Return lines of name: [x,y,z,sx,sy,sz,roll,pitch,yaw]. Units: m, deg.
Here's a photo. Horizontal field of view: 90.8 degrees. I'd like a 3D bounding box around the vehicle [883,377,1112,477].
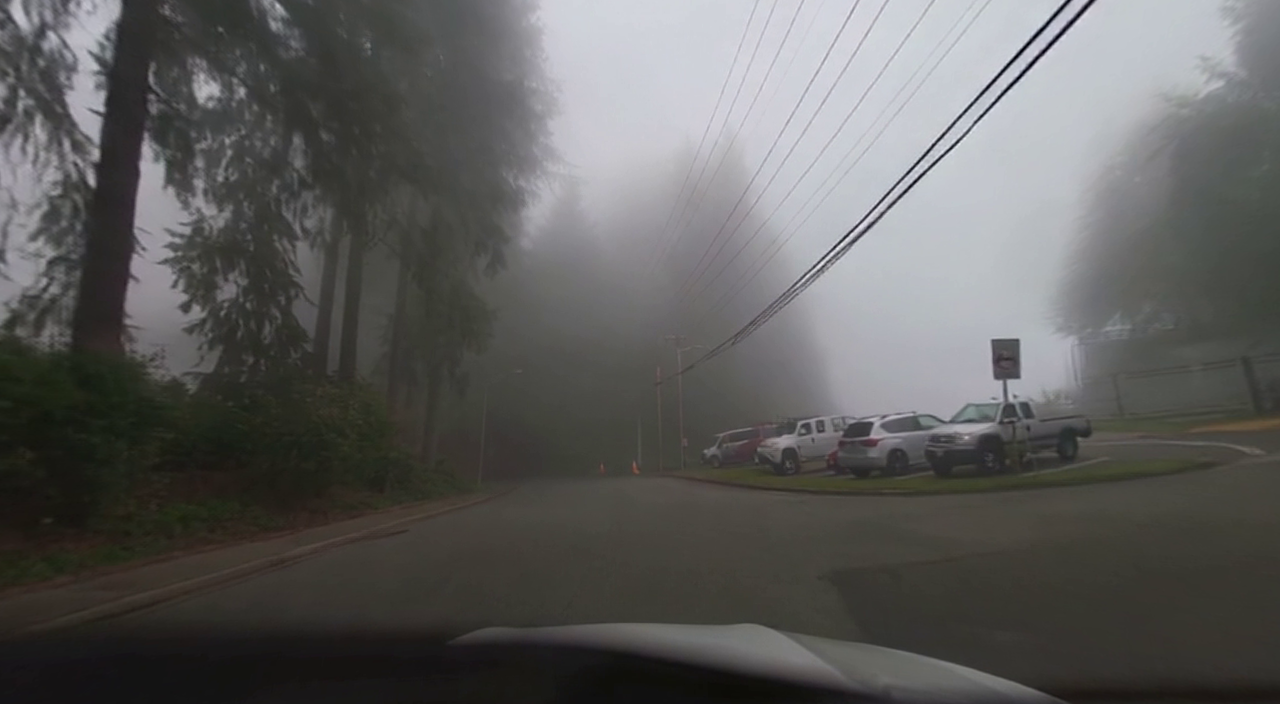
vehicle: [8.127,1.750,14.366,4.780,1.984,1.896,4,-9,-23]
